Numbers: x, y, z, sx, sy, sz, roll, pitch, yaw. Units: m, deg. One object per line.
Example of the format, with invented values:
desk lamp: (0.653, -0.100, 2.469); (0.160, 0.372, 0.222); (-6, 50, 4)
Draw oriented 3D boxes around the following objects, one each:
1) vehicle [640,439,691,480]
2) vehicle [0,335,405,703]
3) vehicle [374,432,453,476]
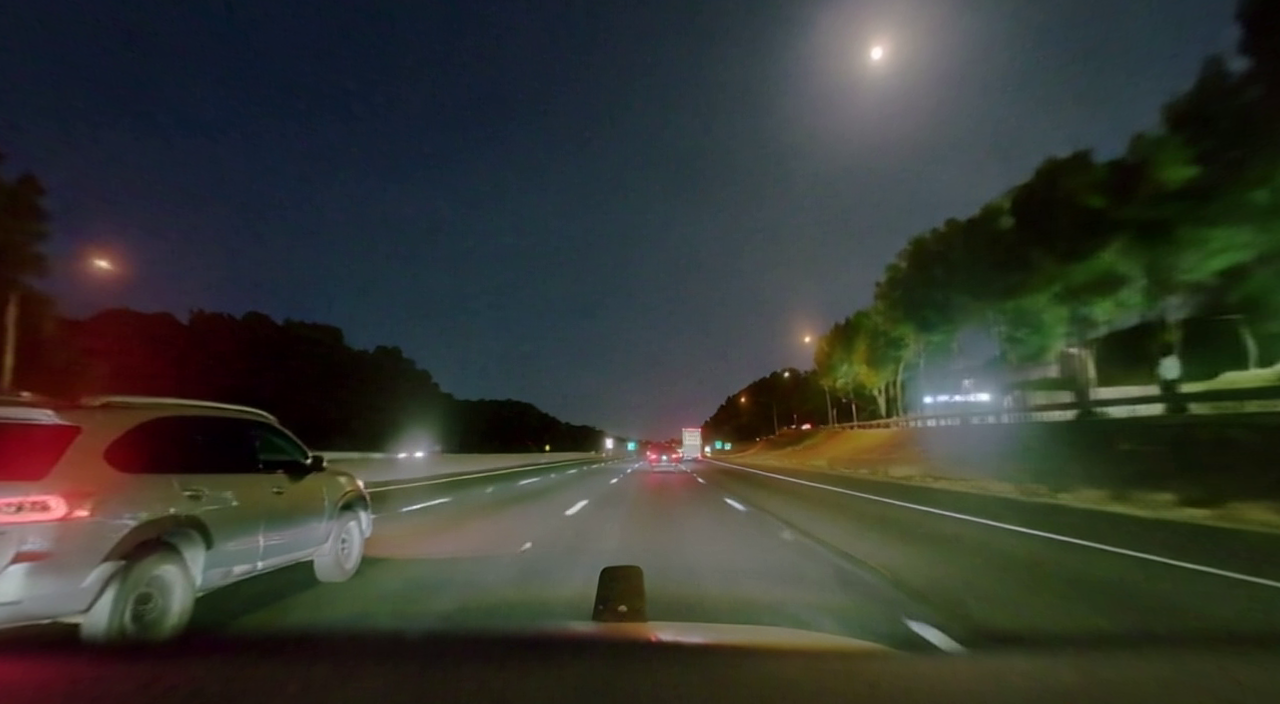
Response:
vehicle: (1.053, 4.734, 27.957); (2.087, 1.682, 4.388); (0, -9, 0)
vehicle: (-3.669, 1.142, 4.471); (2.139, 1.804, 4.611); (0, -9, 1)
vehicle: (-15.839, 7.208, 44.704); (2.726, 2.855, 6.961); (-1, -9, 2)
